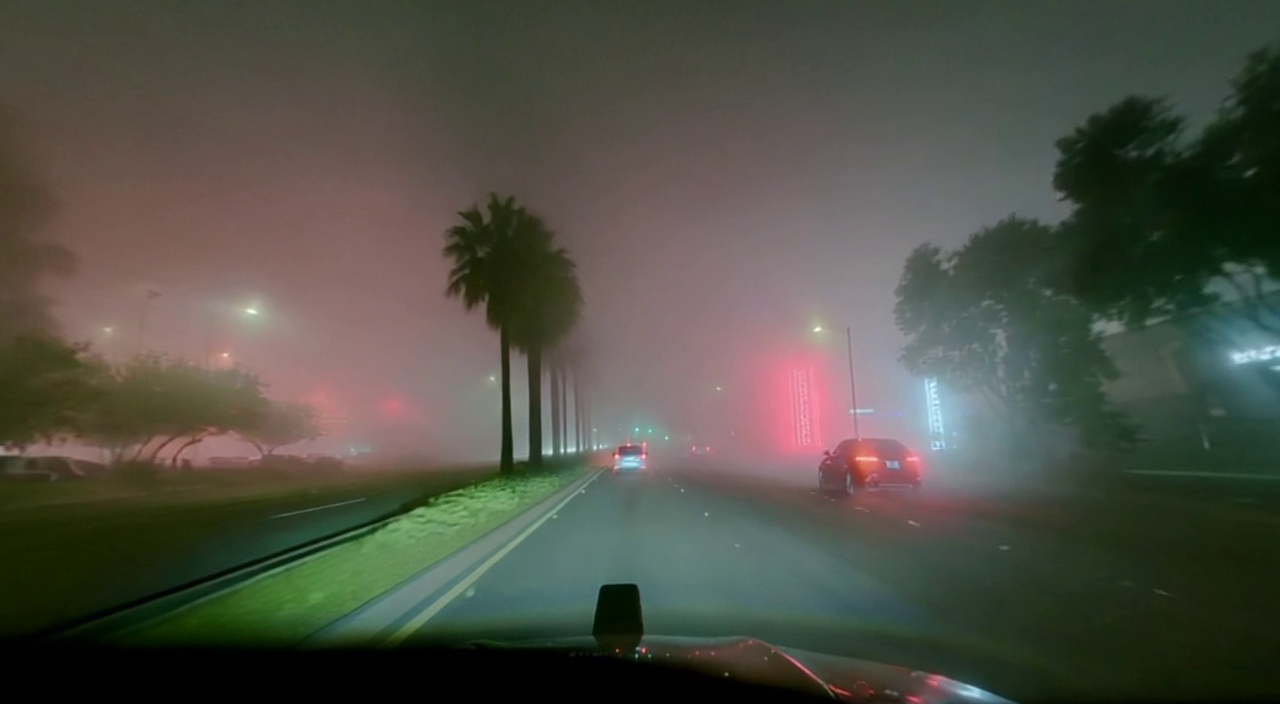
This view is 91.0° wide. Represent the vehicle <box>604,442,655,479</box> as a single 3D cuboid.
[{"bbox_3d":[-0.421,4.423,25.910,1.970,1.402,3.756,0,-8,-1],"label":"vehicle"}]

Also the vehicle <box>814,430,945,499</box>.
[{"bbox_3d":[6.380,3.021,17.325,1.949,1.647,3.894,0,-8,-2],"label":"vehicle"}]
